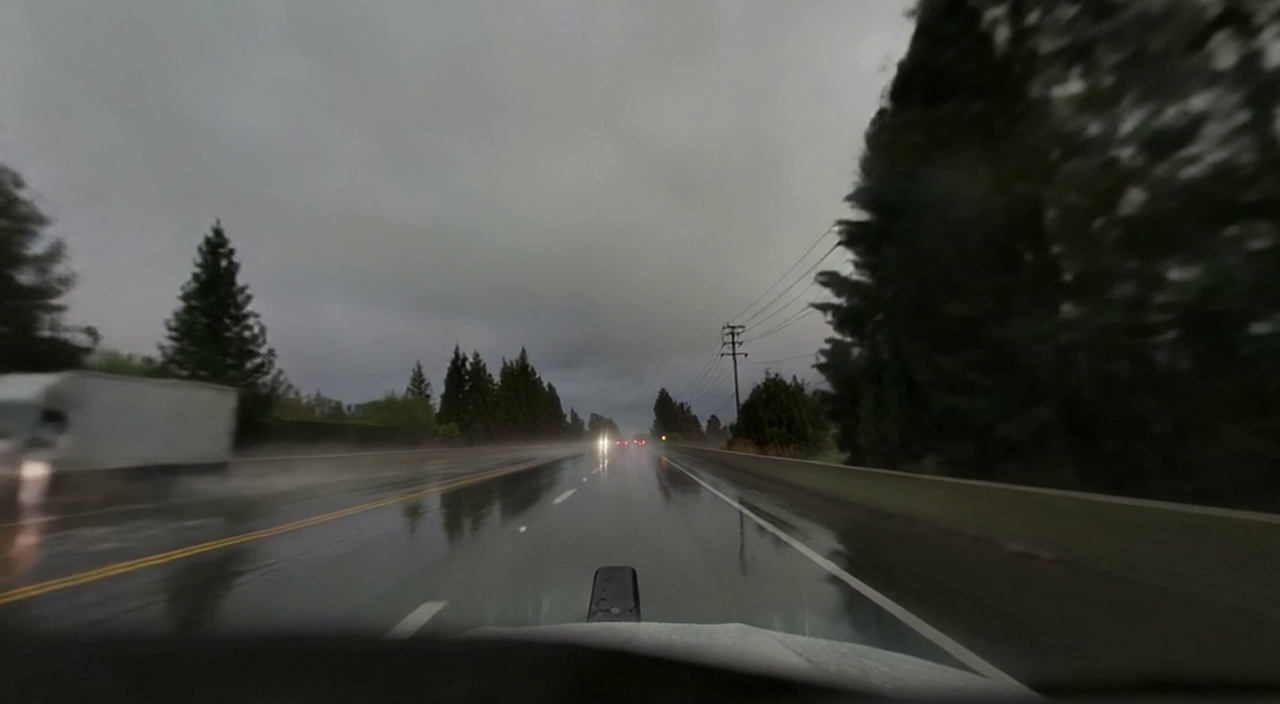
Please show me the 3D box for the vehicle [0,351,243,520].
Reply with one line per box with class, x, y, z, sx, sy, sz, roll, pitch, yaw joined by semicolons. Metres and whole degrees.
vehicle;-14.756;2.231;16.543;2.906;3.478;8.700;0;-8;0
